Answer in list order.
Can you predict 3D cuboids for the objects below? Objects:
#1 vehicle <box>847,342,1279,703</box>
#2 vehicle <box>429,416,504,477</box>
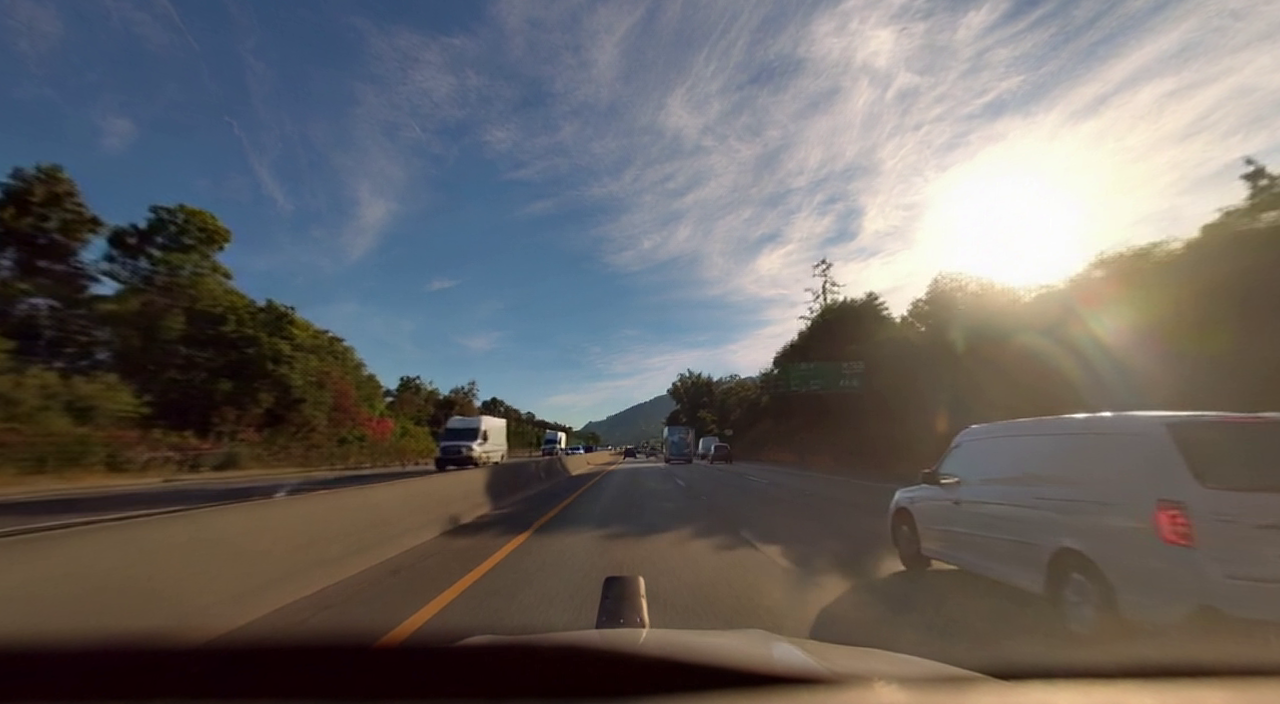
[{"bbox_3d":[3.456,1.176,4.904,2.070,1.751,4.576,0,-9,0],"label":"vehicle"},{"bbox_3d":[-9.423,5.253,34.958,2.365,2.977,6.633,0,-9,-1],"label":"vehicle"}]
